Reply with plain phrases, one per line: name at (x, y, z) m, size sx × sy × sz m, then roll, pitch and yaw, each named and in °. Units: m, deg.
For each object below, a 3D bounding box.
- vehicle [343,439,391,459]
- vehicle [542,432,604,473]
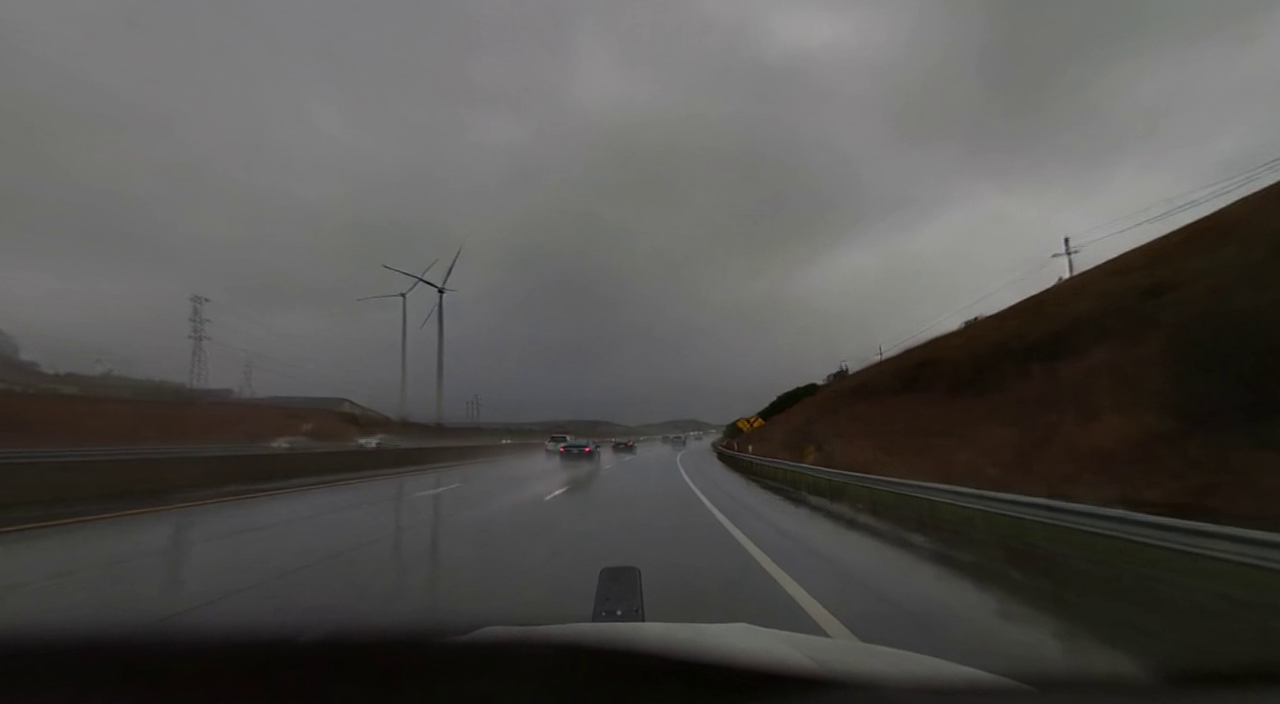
vehicle at (-20.506, 7.316, 47.503) m, size 1.768 × 1.466 × 3.886 m, roll 0°, pitch -9°, yaw 2°
vehicle at (-2.963, 4.578, 28.825) m, size 2.118 × 1.702 × 4.355 m, roll 0°, pitch -9°, yaw 3°
